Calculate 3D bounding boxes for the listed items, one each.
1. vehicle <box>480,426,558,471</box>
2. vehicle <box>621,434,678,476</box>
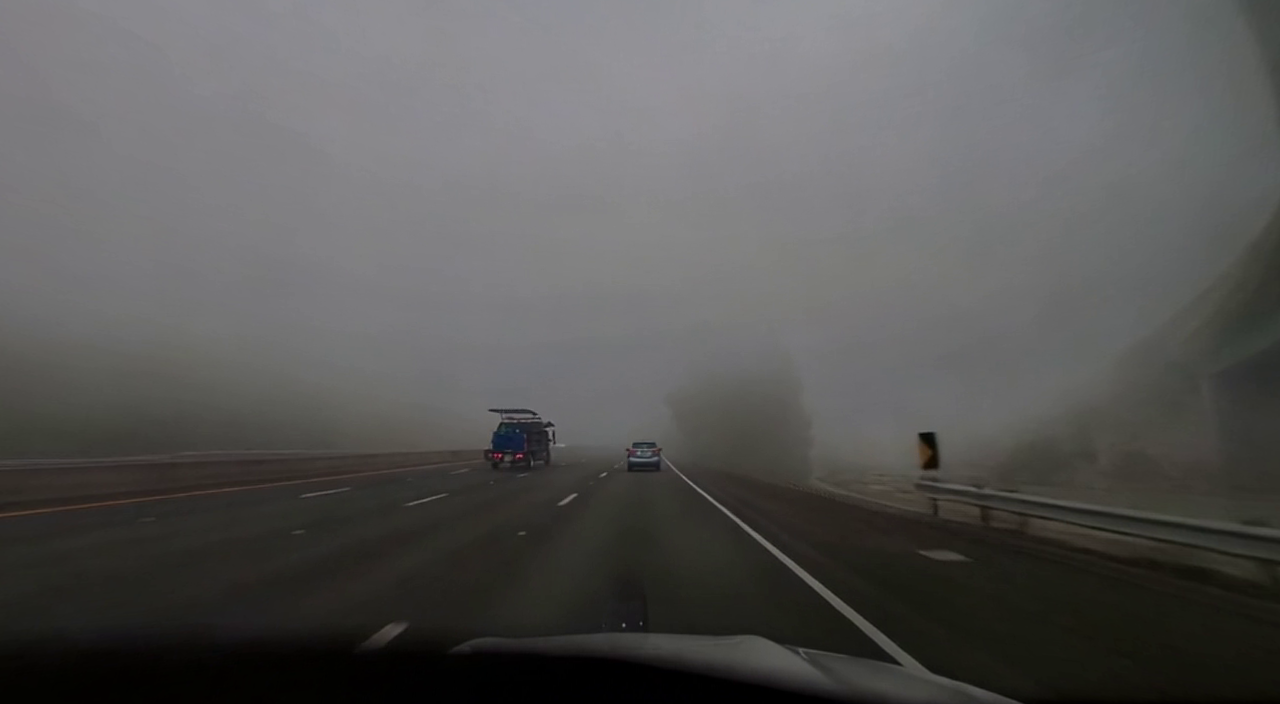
[{"bbox_3d":[-6.534,5.371,35.261,2.827,2.236,7.057,0,-8,1],"label":"vehicle"},{"bbox_3d":[0.395,4.560,28.071,2.336,1.722,4.212,0,-8,0],"label":"vehicle"}]
